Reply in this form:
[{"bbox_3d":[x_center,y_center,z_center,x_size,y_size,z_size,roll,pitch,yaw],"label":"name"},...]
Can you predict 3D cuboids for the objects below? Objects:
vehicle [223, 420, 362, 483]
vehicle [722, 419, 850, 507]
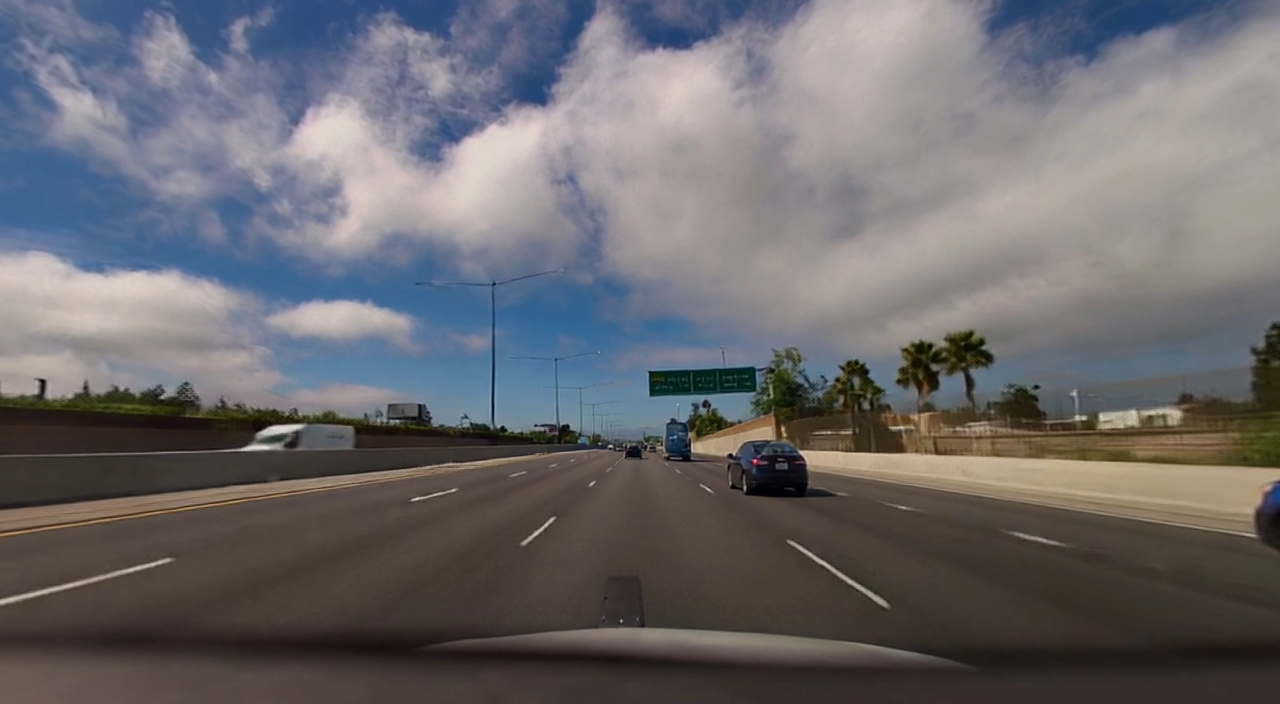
[{"bbox_3d":[-17.705,5.182,33.074,2.792,2.832,8.825,1,-9,-4],"label":"vehicle"},{"bbox_3d":[3.548,2.819,16.422,2.035,1.931,4.841,0,-9,-1],"label":"vehicle"}]
